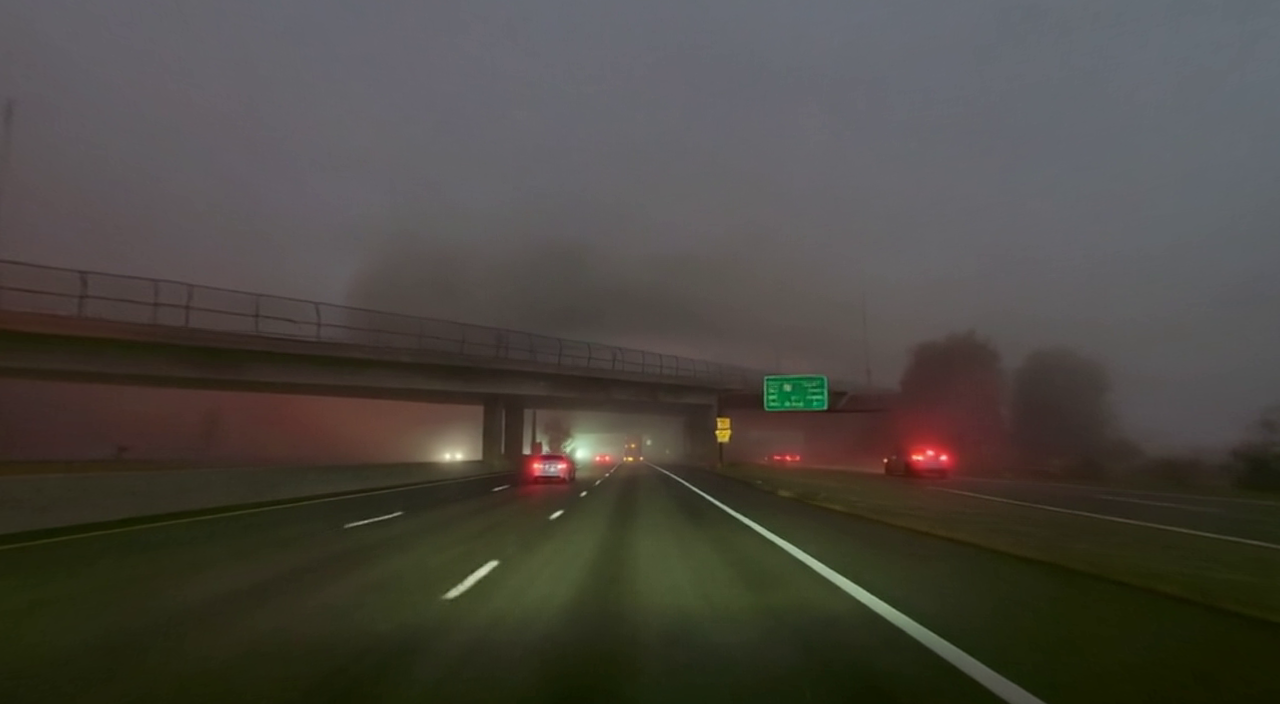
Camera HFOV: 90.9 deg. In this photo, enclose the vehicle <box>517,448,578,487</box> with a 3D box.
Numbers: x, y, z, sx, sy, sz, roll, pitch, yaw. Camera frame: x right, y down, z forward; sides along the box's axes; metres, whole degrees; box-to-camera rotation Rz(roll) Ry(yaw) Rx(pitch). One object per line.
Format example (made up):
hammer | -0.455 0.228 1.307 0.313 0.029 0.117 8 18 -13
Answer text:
vehicle | -4.044 5.115 28.217 2.070 1.564 4.145 0 -9 0
